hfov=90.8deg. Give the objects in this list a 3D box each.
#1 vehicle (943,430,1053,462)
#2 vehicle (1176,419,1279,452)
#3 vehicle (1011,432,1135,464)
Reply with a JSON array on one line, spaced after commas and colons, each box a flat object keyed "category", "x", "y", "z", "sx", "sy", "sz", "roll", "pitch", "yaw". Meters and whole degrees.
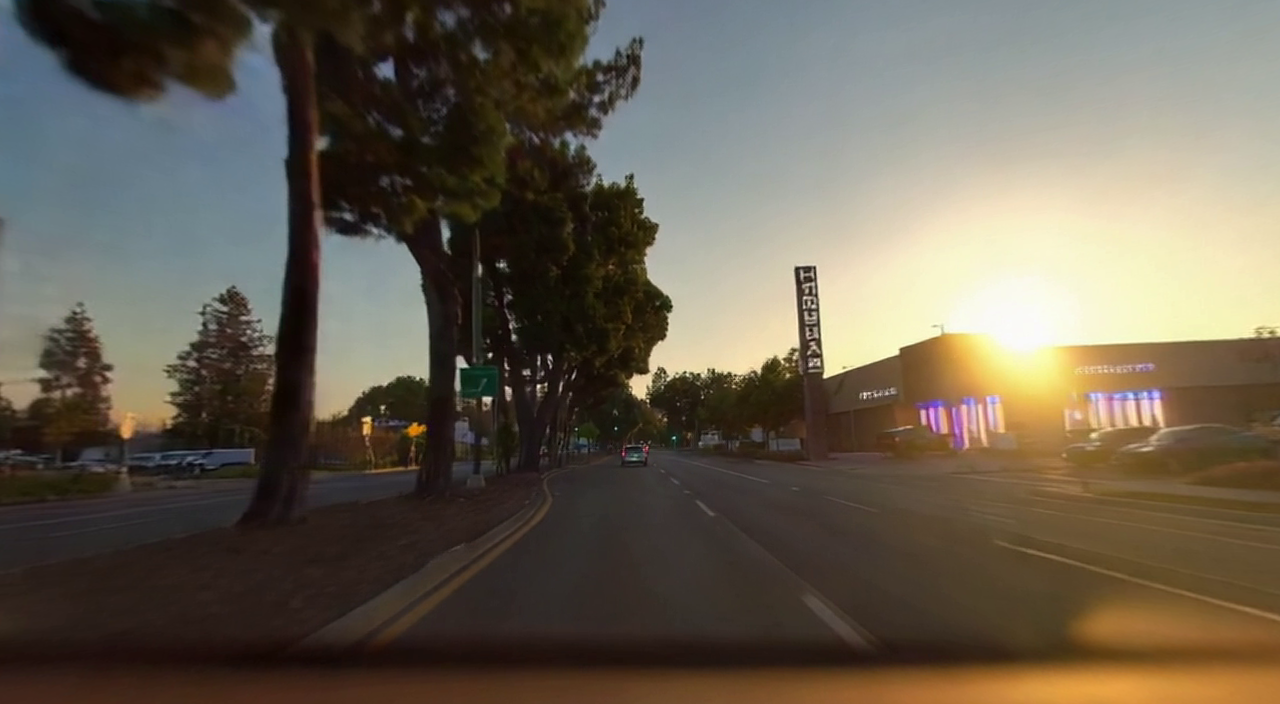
[{"category": "vehicle", "x": 19.843, "y": 5.250, "z": 35.189, "sx": 4.758, "sy": 1.677, "sz": 2.154, "roll": -1, "pitch": -8, "yaw": 1}, {"category": "vehicle", "x": 33.296, "y": 4.686, "z": 35.329, "sx": 4.514, "sy": 1.776, "sz": 2.137, "roll": -1, "pitch": -8, "yaw": 1}, {"category": "vehicle", "x": 20.640, "y": 4.586, "z": 30.264, "sx": 4.396, "sy": 1.450, "sz": 1.956, "roll": -1, "pitch": -8, "yaw": 4}]
